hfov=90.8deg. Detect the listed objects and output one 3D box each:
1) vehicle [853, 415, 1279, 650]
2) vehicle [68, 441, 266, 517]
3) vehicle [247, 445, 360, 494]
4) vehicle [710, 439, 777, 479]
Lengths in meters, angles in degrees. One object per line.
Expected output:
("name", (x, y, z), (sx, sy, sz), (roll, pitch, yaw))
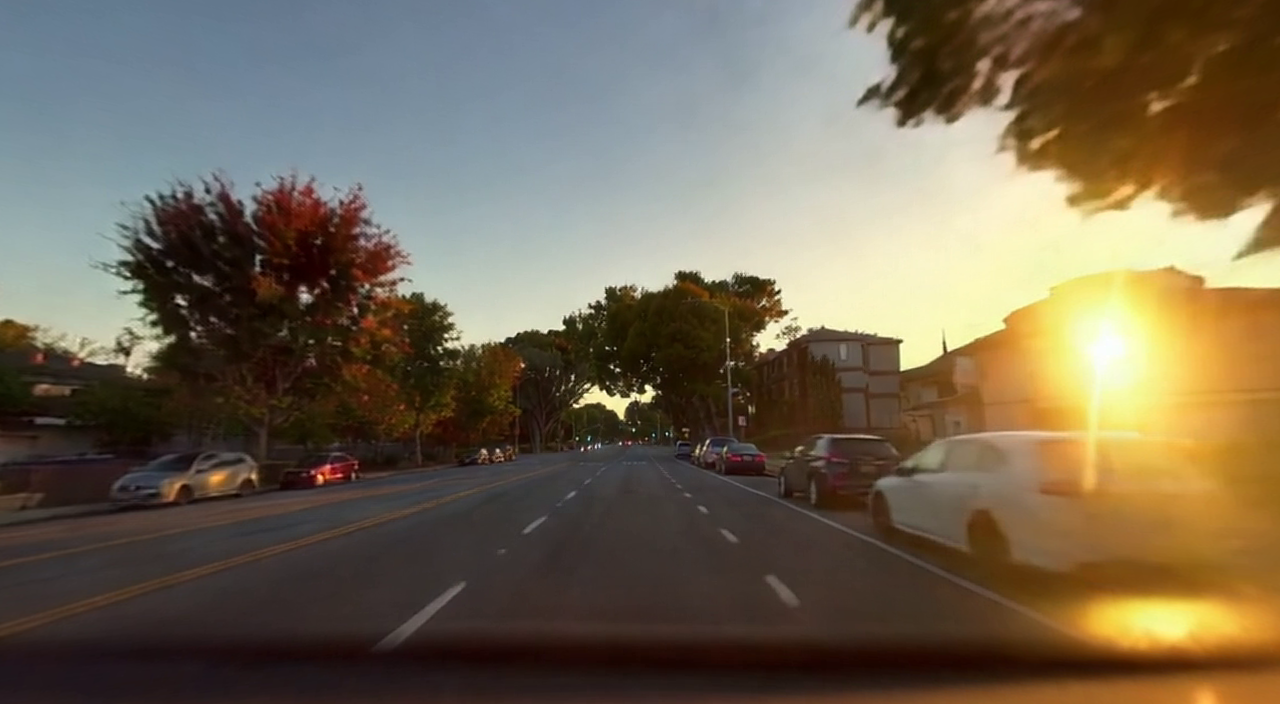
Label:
("vehicle", (4.156, 1.536, 6.730), (1.975, 1.531, 5.012), (0, -8, -1))
("vehicle", (-13.613, 3.617, 18.728), (2.220, 1.747, 4.980), (-3, -7, -2))
("vehicle", (-13.861, 4.826, 26.422), (2.239, 1.645, 4.700), (-2, -7, -1))
("vehicle", (4.087, 4.260, 25.590), (1.845, 1.443, 4.531), (0, -8, -1))
